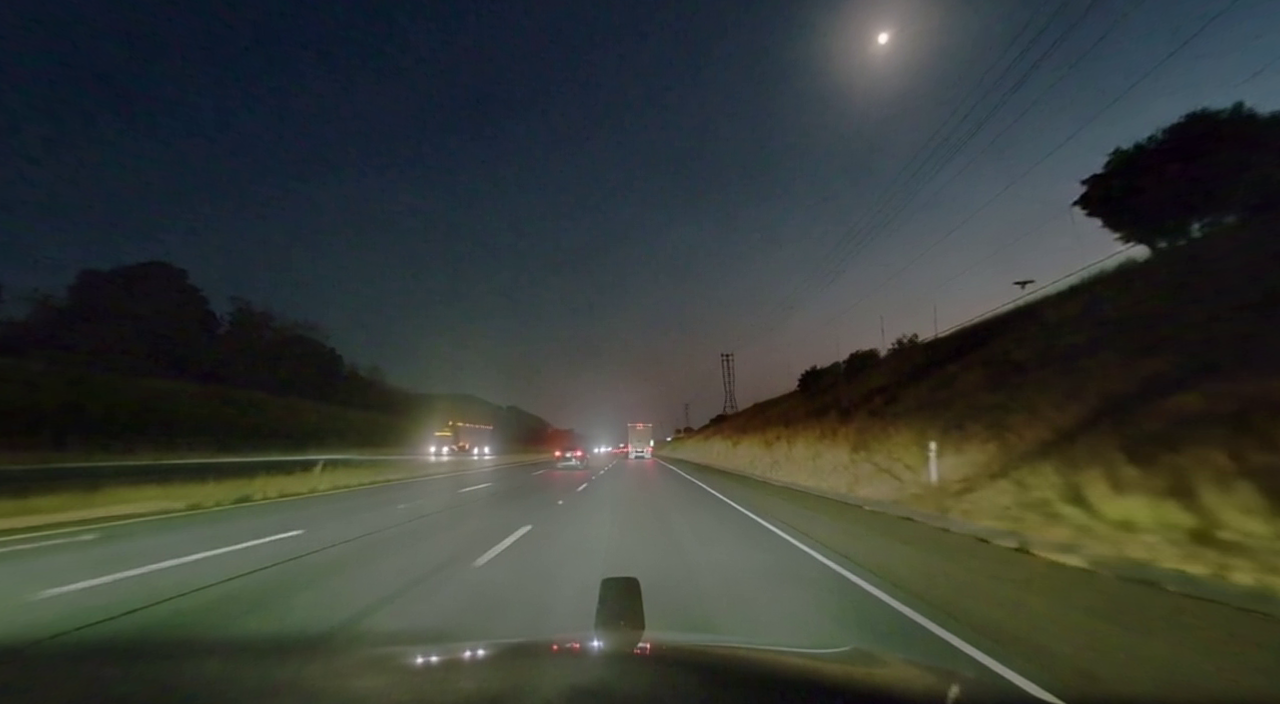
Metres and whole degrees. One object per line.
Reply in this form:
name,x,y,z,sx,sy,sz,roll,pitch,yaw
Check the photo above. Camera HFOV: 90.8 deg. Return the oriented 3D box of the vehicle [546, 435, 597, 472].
vehicle,-3.748,5.684,35.437,2.207,1.949,4.911,0,-9,1
